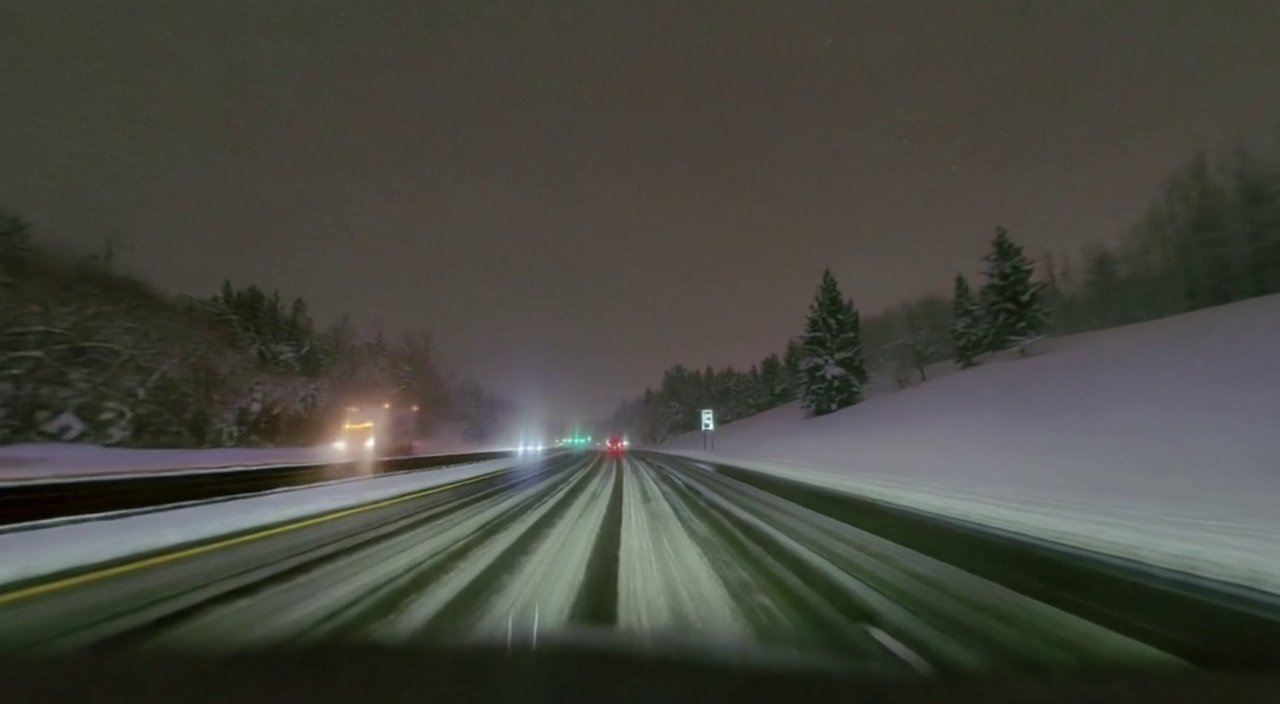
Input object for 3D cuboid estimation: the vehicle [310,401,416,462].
[{"bbox_3d":[-15.510,4.629,35.994,2.776,3.088,7.592,0,-9,-2],"label":"vehicle"}]
